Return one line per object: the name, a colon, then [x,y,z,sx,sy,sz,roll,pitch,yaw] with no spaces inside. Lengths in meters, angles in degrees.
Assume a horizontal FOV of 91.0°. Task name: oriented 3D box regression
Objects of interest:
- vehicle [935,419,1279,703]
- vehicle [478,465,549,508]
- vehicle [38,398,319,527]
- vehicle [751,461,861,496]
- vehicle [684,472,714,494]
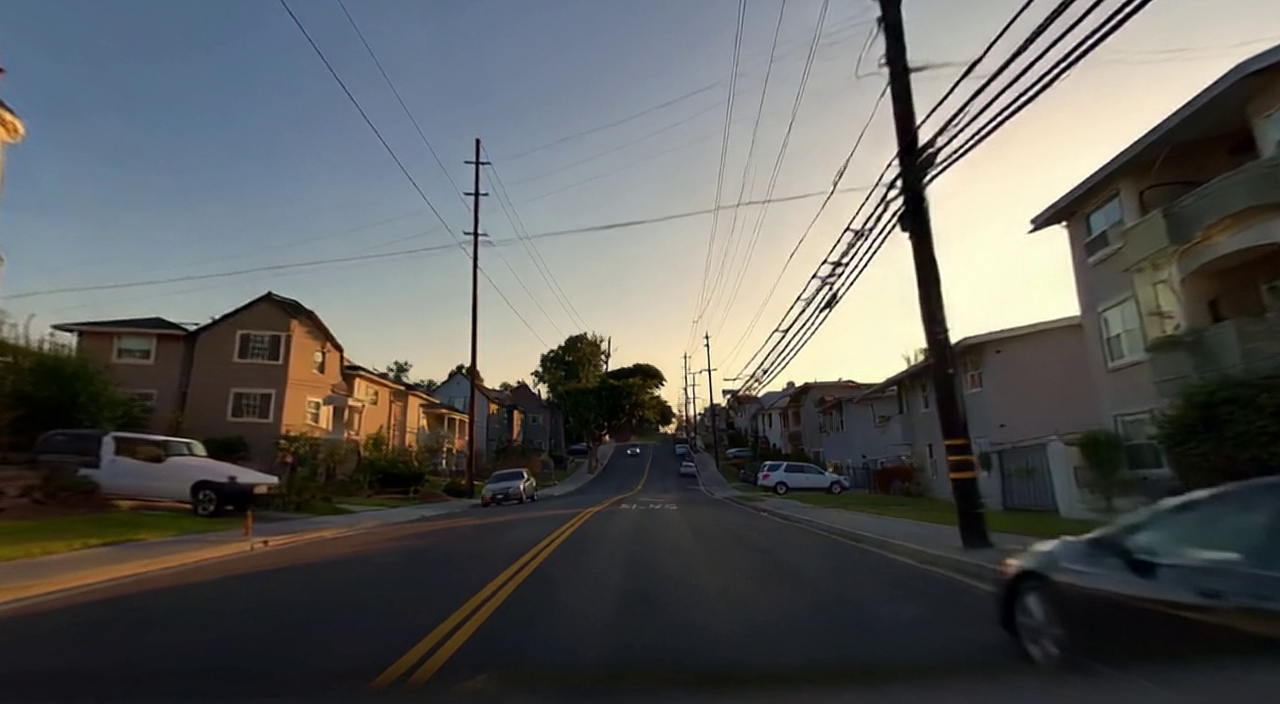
vehicle: [3.162,1.023,2.286,1.945,1.500,4.363,1,-10,-2]
vehicle: [-5.830,6.330,29.629,2.156,1.764,4.410,-3,-12,4]
vehicle: [-12.305,3.102,17.254,5.503,2.906,2.584,-4,-15,1]
vehicle: [9.100,6.982,34.849,5.512,1.846,2.115,0,-9,2]
vehicle: [4.365,9.892,47.268,2.063,1.503,4.415,-1,-13,4]
